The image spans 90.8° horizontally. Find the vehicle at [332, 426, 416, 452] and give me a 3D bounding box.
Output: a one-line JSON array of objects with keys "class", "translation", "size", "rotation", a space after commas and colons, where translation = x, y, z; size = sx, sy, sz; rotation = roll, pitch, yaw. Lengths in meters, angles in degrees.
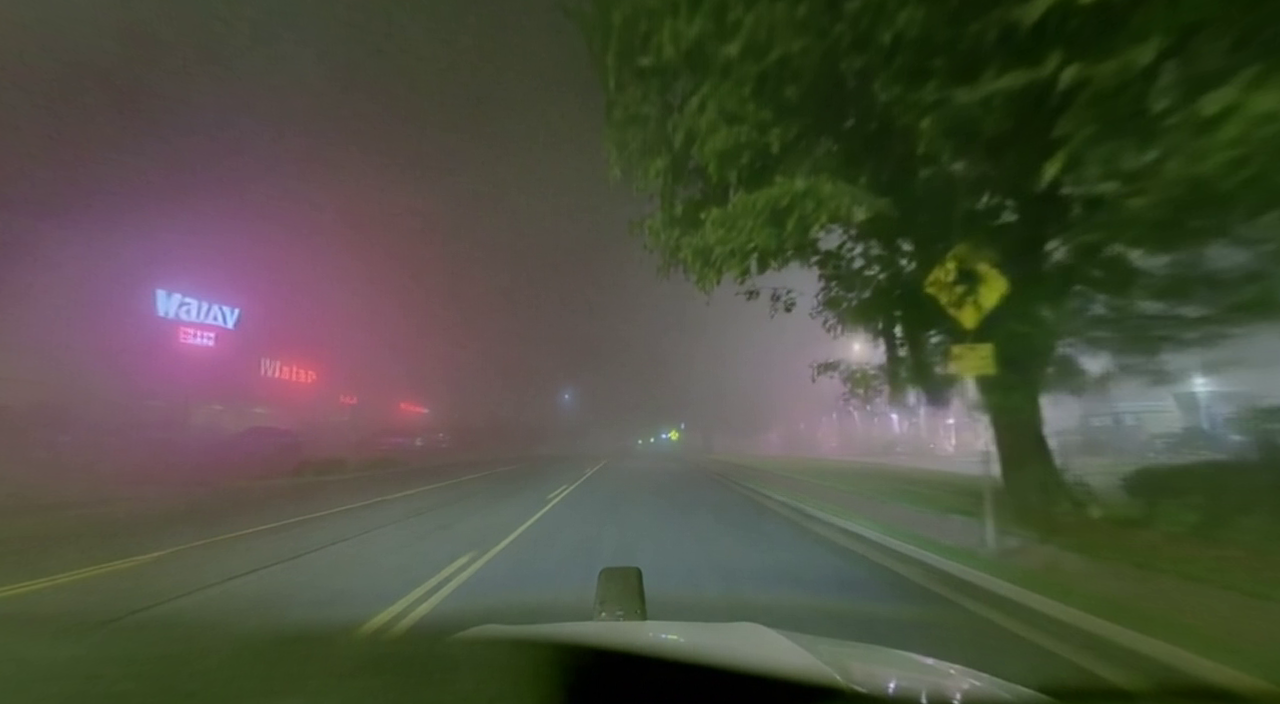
[{"class": "vehicle", "translation": [-19.425, 6.388, 46.333], "size": [5.109, 1.891, 2.206], "rotation": [0, -8, -1]}]

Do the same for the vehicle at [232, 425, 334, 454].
[{"class": "vehicle", "translation": [-18.549, 4.577, 32.966], "size": [4.238, 1.459, 1.753], "rotation": [0, -9, 2]}]
